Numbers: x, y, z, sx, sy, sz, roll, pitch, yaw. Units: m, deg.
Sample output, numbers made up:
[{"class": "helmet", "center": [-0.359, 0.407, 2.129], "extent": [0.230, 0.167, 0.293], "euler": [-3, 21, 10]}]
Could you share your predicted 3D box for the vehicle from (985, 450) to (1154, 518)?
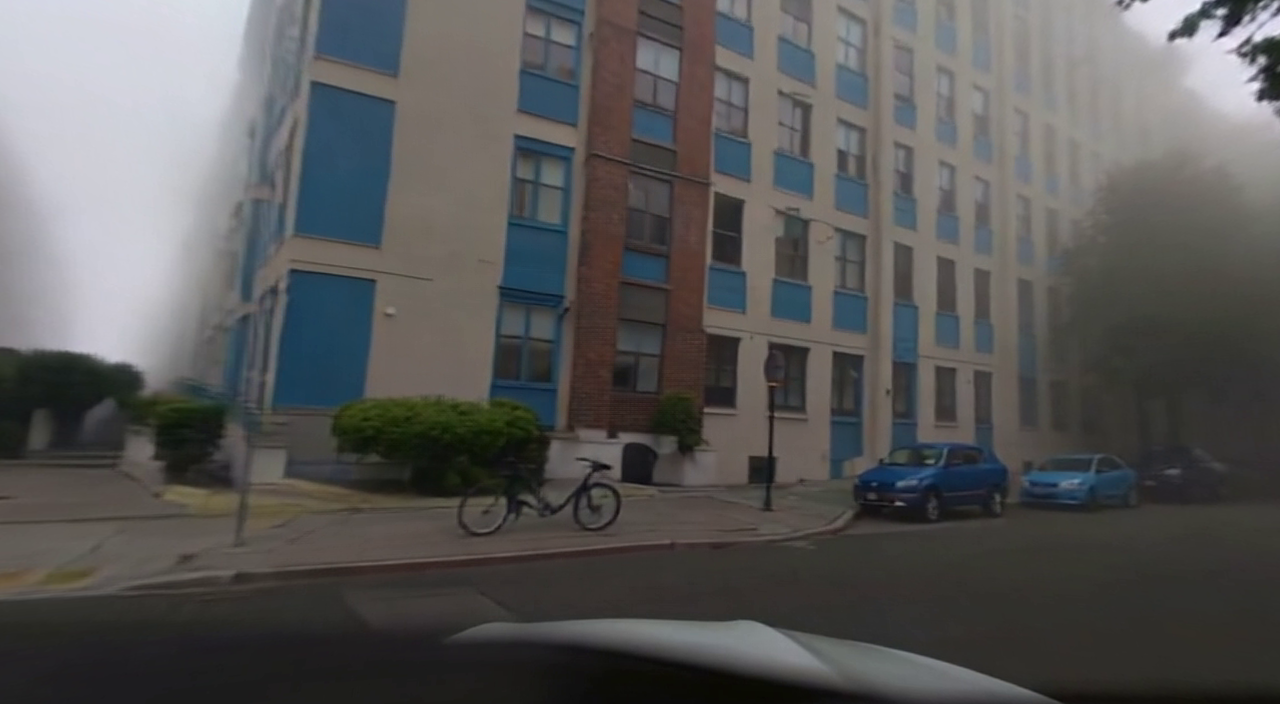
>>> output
[{"class": "vehicle", "center": [10.716, 3.166, 15.614], "extent": [4.294, 1.427, 1.830], "euler": [5, -9, -32]}]

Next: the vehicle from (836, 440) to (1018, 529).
[{"class": "vehicle", "center": [5.789, 2.554, 12.634], "extent": [3.414, 1.519, 1.719], "euler": [6, -9, -34]}]

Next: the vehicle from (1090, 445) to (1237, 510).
[{"class": "vehicle", "center": [15.274, 3.554, 18.311], "extent": [4.302, 1.629, 1.942], "euler": [5, -9, -32]}]
